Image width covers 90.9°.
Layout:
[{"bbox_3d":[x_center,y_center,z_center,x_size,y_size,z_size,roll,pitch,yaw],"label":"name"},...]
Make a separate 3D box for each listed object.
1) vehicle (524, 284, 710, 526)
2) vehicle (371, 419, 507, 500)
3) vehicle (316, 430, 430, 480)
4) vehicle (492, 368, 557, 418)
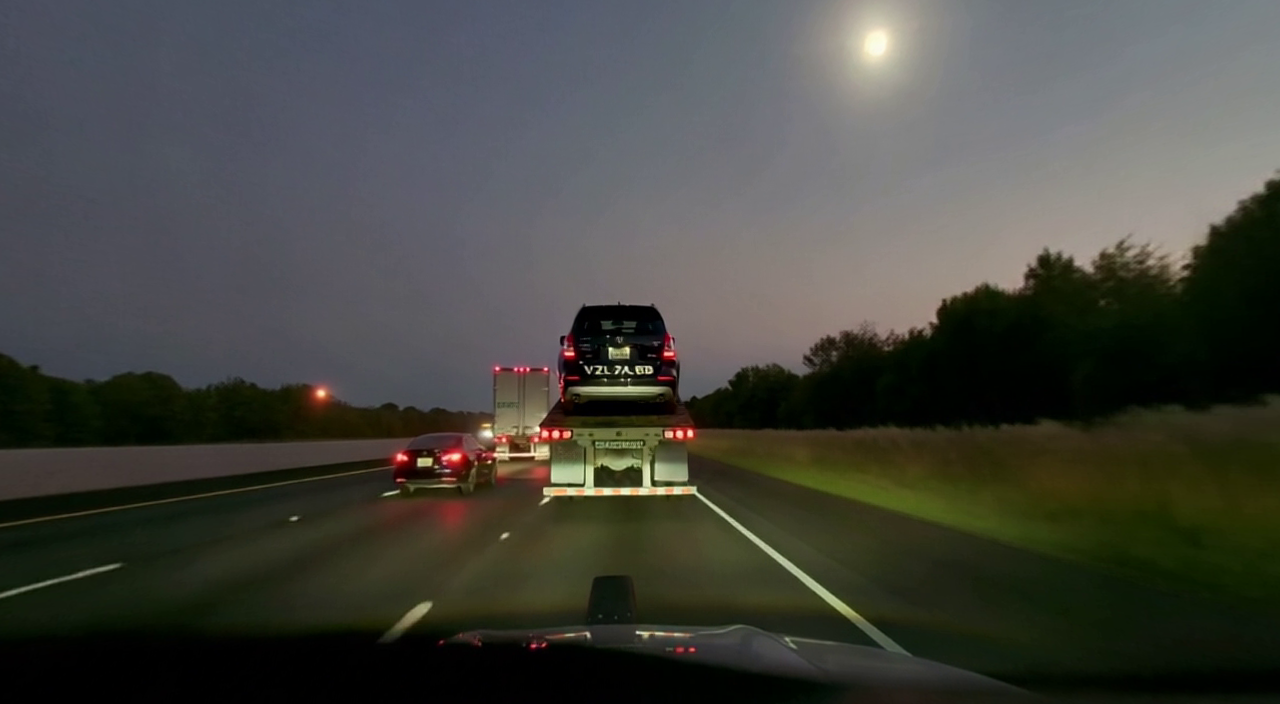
[{"bbox_3d":[-0.476,1.355,14.073,2.738,3.628,9.223,0,-7,-2],"label":"vehicle"},{"bbox_3d":[-4.624,2.511,15.266,1.914,1.675,4.331,0,-7,-1],"label":"vehicle"},{"bbox_3d":[-8.963,3.463,21.671,1.897,1.524,4.790,0,-7,-1],"label":"vehicle"},{"bbox_3d":[-4.786,1.836,26.779,2.118,1.799,4.591,0,-7,-3],"label":"vehicle"}]
